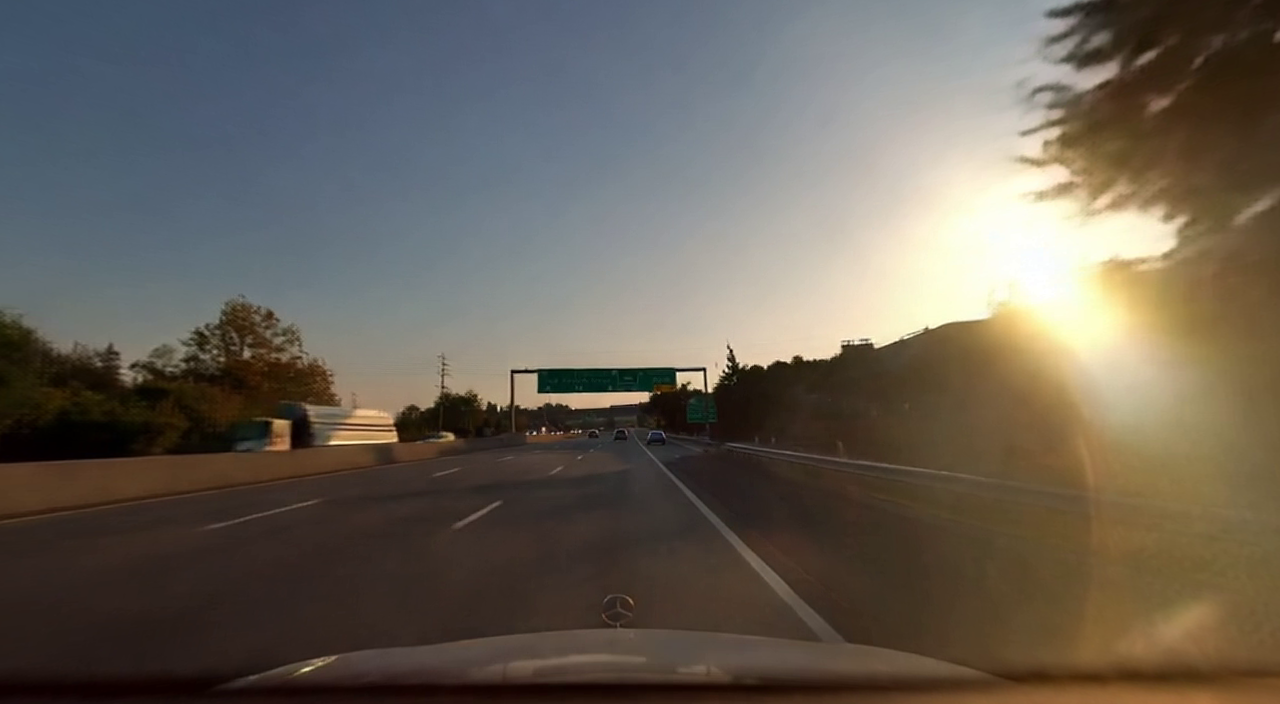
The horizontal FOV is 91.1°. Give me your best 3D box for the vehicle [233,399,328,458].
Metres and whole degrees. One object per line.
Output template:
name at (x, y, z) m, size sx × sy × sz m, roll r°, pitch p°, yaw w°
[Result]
vehicle at (-24.523, 5.286, 43.324) m, size 2.795 × 3.751 × 6.450 m, roll 1°, pitch -7°, yaw -2°
